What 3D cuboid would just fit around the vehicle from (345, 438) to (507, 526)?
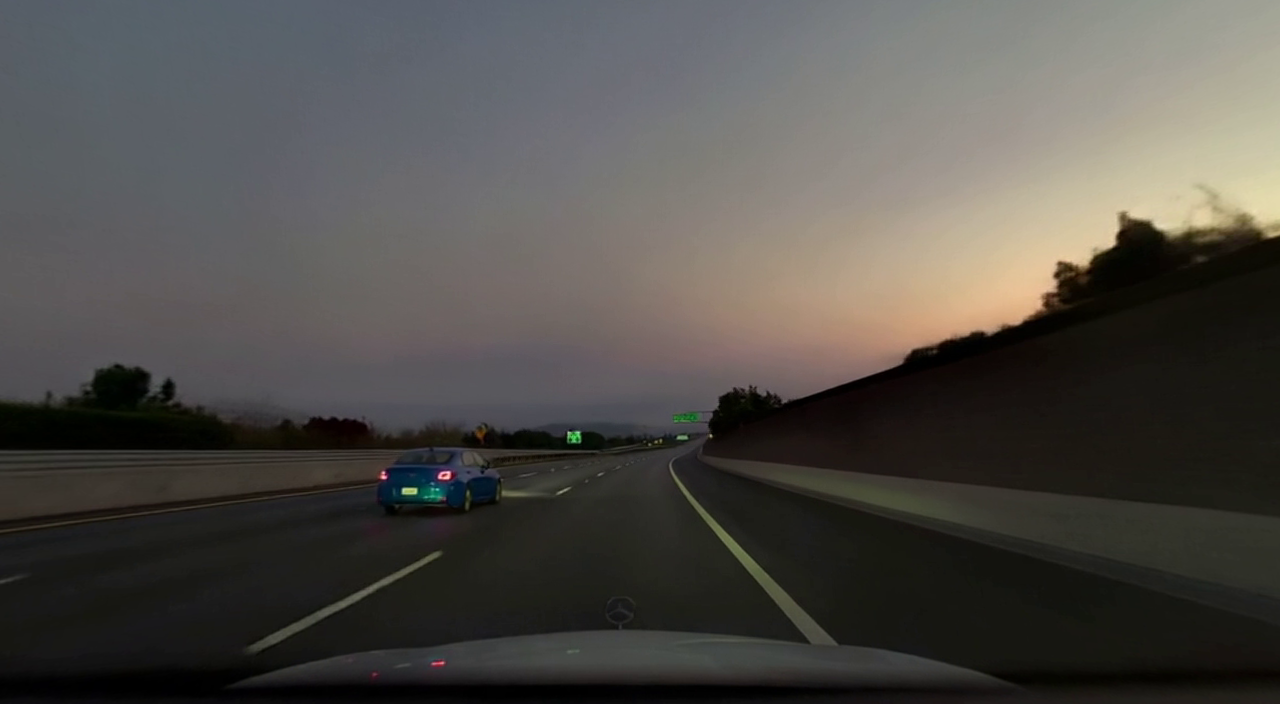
[{"bbox_3d":[-4.145,2.560,12.959,1.928,1.504,3.745,0,-9,1],"label":"vehicle"}]
